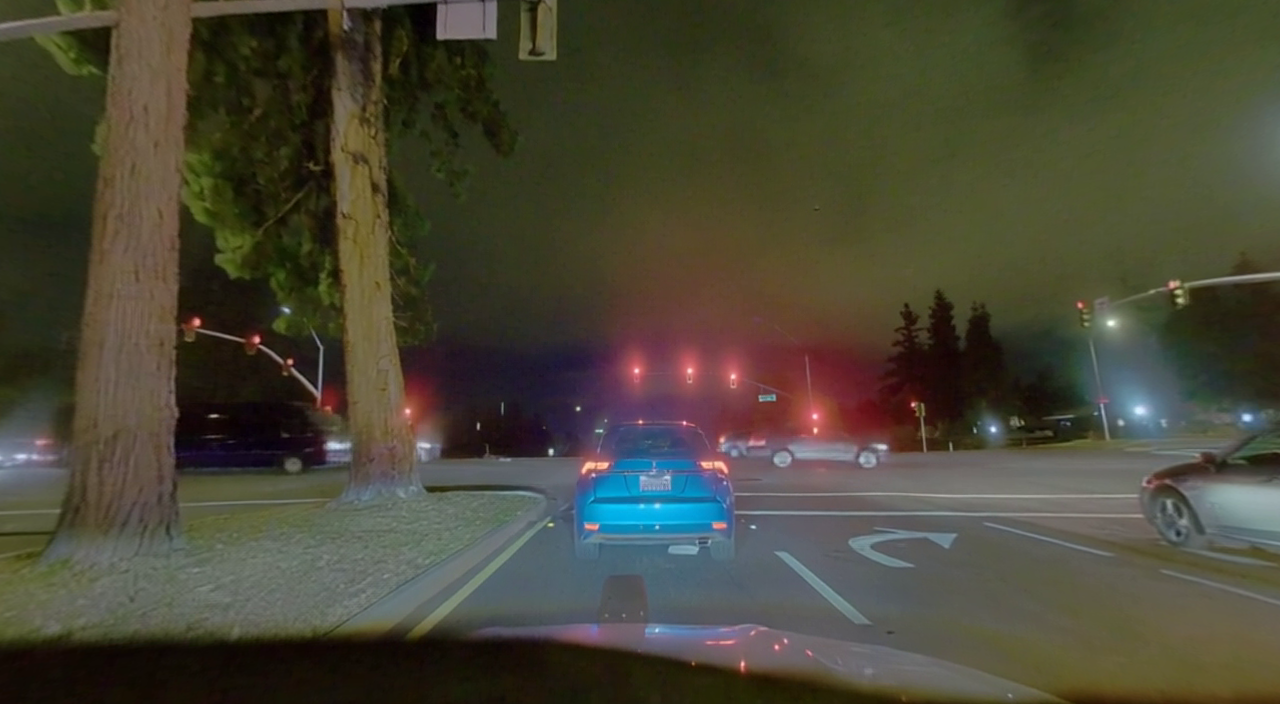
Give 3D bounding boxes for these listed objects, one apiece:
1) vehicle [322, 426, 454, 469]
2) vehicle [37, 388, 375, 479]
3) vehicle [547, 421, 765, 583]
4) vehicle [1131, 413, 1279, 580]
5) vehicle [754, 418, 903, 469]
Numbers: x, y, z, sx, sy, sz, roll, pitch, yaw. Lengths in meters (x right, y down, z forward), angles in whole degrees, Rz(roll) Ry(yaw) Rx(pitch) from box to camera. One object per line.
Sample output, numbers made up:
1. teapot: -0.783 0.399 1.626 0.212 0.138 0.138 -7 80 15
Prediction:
1. vehicle: -10.833 4.138 27.362 4.833 1.784 2.027 0 -8 1
2. vehicle: -15.925 3.102 23.749 10.544 3.126 2.909 -1 -8 1
3. vehicle: 0.108 1.689 7.882 2.041 1.485 3.813 0 -8 -1
4. vehicle: 7.070 1.316 5.613 1.901 1.577 4.348 0 -8 1
5. vehicle: 6.932 3.434 23.652 4.921 1.757 2.036 0 -8 1
